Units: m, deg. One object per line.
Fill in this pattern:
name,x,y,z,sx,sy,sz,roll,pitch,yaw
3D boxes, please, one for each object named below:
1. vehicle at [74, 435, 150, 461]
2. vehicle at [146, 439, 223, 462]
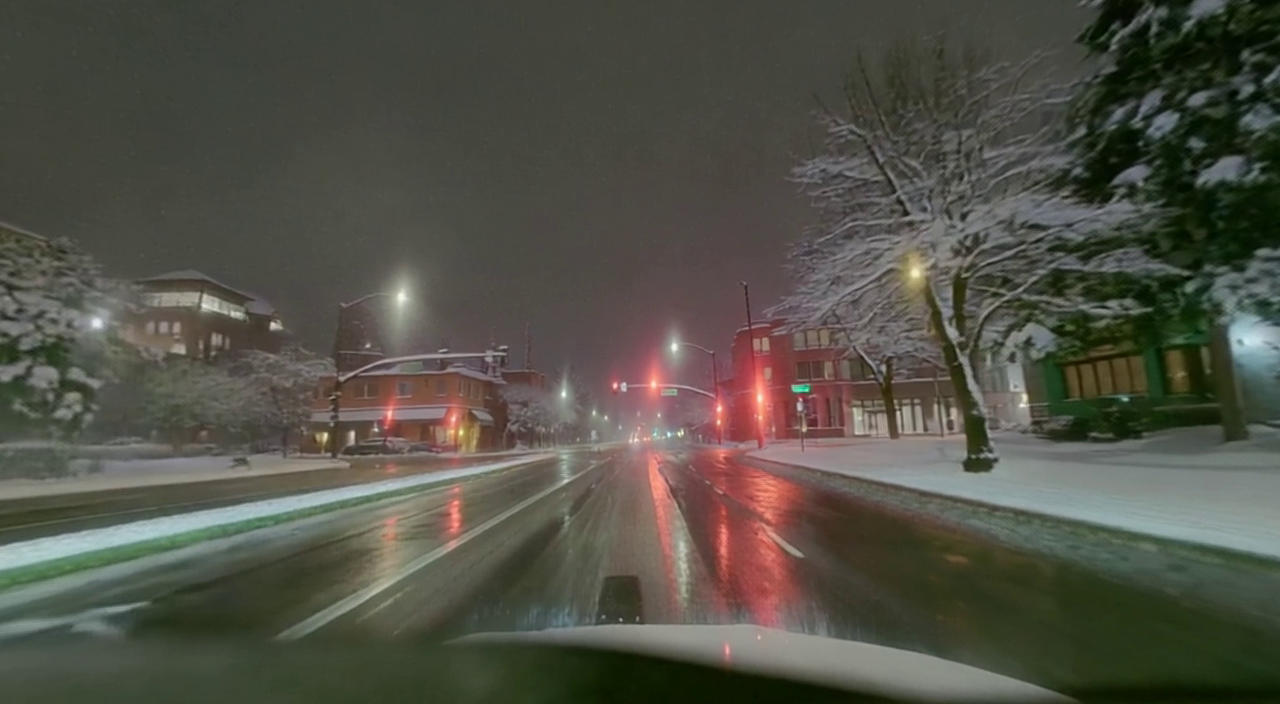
vehicle,-37.293,6.744,44.588,1.873,1.657,4.087,-3,-7,-1
vehicle,-32.021,6.937,44.454,1.852,1.485,4.683,0,-8,1
